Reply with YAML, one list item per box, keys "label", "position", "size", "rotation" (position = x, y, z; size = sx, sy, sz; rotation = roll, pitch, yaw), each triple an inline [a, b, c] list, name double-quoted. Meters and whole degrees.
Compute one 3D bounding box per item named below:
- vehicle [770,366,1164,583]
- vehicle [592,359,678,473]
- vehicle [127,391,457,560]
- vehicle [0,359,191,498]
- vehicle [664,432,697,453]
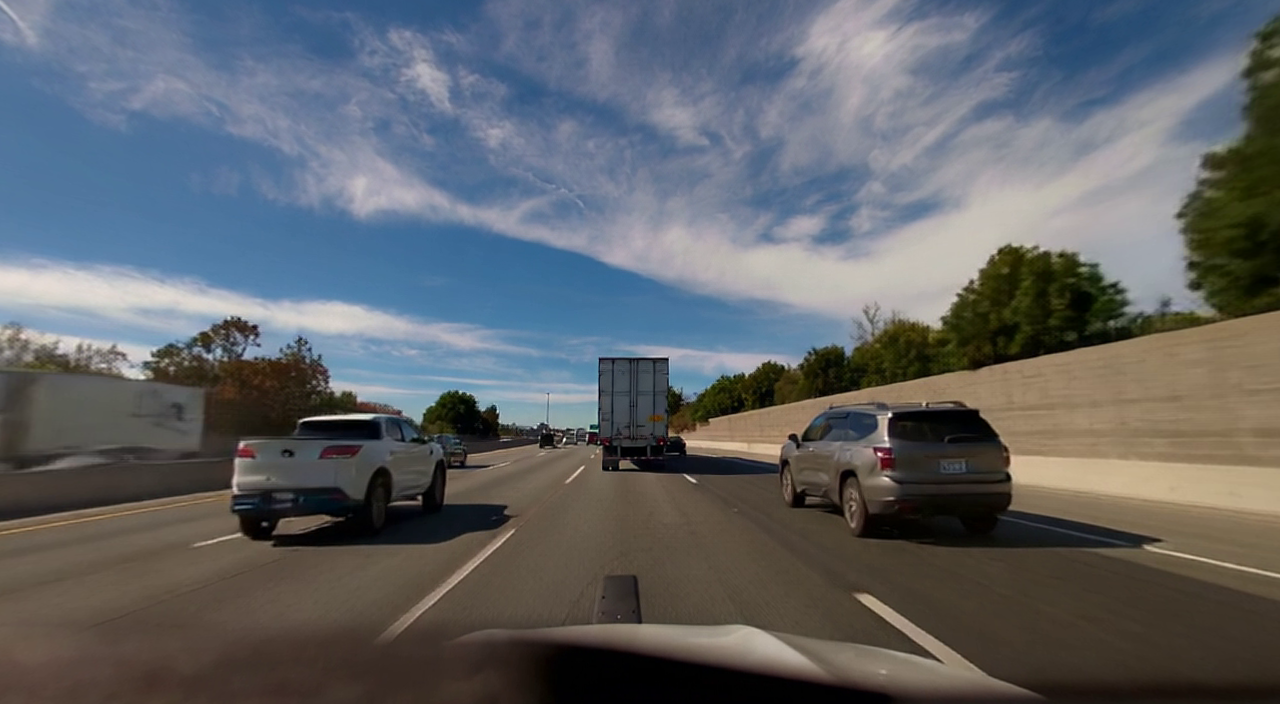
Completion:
- label: "vehicle"
  position: [3.310, 1.363, 7.871]
  size: [2.118, 1.832, 4.901]
  rotation: [0, -8, -3]
- label: "vehicle"
  position: [-0.503, 2.881, 26.790]
  size: [2.904, 3.915, 10.473]
  rotation: [0, -8, -4]
- label: "vehicle"
  position: [-4.282, 1.585, 8.825]
  size: [2.134, 1.752, 4.375]
  rotation: [0, -8, -1]
- label: "vehicle"
  position: [-19.992, 2.584, 20.903]
  size: [2.974, 3.945, 9.859]
  rotation: [0, -8, -1]
- label: "vehicle"
  position: [3.121, 7.121, 49.616]
  size: [2.044, 1.508, 4.716]
  rotation: [0, -8, -3]
